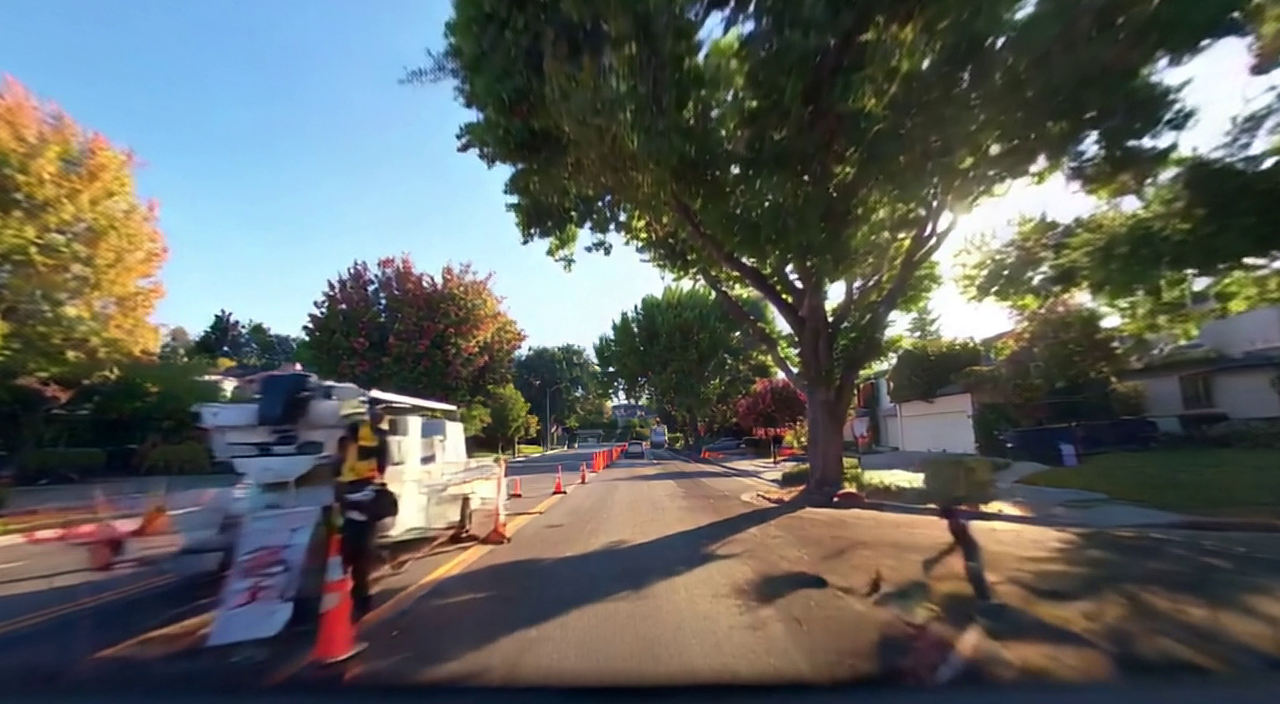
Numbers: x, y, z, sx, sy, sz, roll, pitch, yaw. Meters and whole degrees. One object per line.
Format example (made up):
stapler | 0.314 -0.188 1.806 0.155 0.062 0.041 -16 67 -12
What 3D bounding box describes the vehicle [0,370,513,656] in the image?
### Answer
vehicle | -3.571 1.569 7.606 2.742 1.962 6.409 0 -8 0
